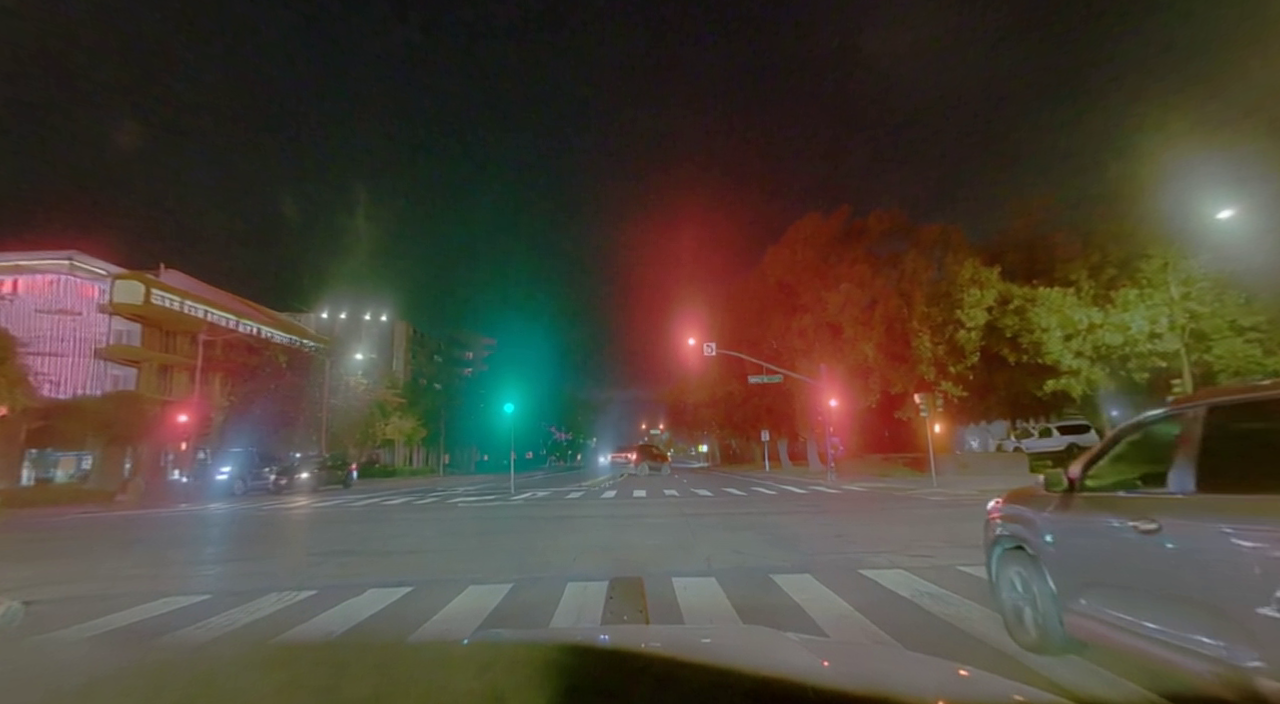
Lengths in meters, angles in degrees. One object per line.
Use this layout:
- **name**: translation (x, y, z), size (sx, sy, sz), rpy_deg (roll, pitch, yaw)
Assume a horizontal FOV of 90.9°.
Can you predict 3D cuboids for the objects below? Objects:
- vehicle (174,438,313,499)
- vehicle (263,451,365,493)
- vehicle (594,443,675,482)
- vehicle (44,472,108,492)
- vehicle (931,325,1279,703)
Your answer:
- **vehicle**: translation (-18.696, 5.488, 30.233), size (2.557, 2.580, 5.856), rpy_deg (-1, -8, 4)
- **vehicle**: translation (-14.930, 5.496, 29.263), size (2.169, 1.753, 4.640), rpy_deg (0, -8, 1)
- **vehicle**: translation (-0.150, 5.160, 29.752), size (2.153, 1.658, 4.569), rpy_deg (-4, -9, 23)
- **vehicle**: translation (-44.579, 10.304, 49.867), size (3.497, 1.415, 1.569), rpy_deg (-1, -8, -1)
- **vehicle**: translation (3.623, 0.900, 3.187), size (2.301, 1.767, 4.289), rpy_deg (0, -8, 1)
